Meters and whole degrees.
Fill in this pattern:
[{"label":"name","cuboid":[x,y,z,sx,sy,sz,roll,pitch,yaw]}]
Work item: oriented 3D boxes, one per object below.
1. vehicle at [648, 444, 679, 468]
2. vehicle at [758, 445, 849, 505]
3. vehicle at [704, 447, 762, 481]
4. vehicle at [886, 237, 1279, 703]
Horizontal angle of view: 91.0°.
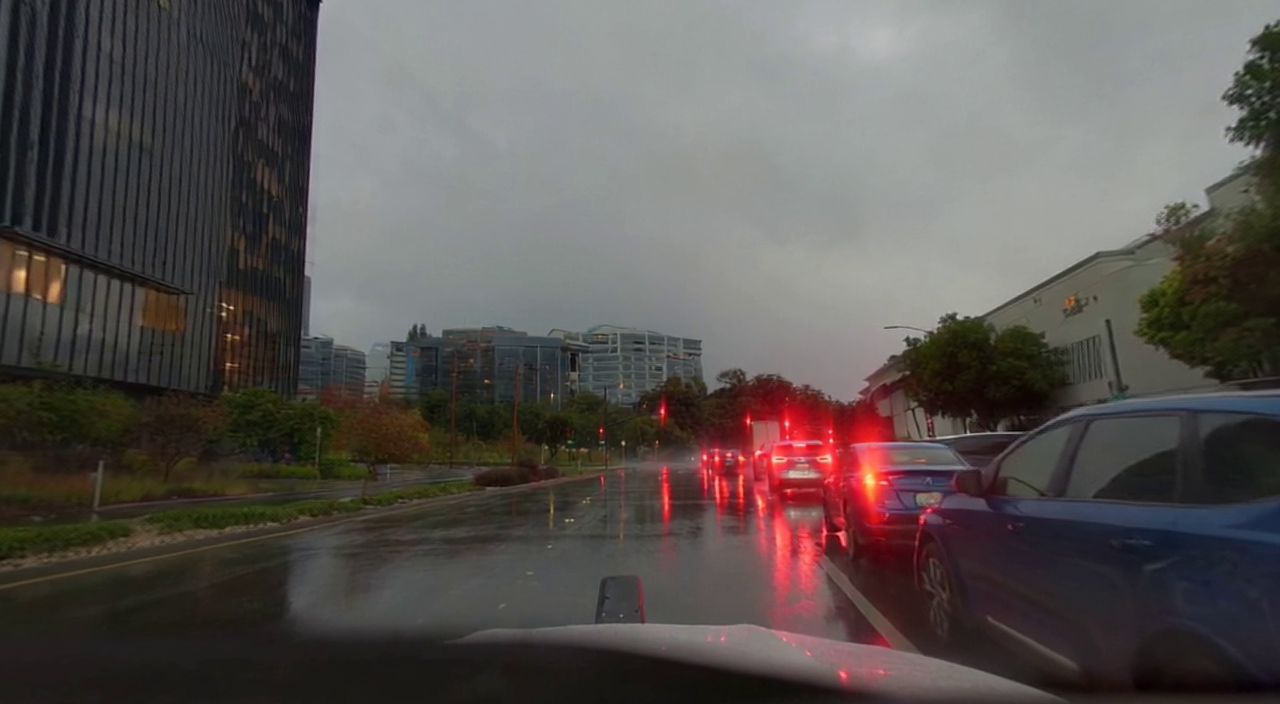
[{"label":"vehicle","cuboid":[1.863,7.918,48.173,2.121,1.728,4.161,-1,-9,6]},{"label":"vehicle","cuboid":[4.936,3.720,19.717,2.089,1.609,4.922,-1,-9,7]},{"label":"vehicle","cuboid":[4.458,5.421,30.794,2.183,1.553,3.923,0,-9,-1]},{"label":"vehicle","cuboid":[2.474,0.795,2.168,2.092,1.703,4.870,-2,-9,11]}]
